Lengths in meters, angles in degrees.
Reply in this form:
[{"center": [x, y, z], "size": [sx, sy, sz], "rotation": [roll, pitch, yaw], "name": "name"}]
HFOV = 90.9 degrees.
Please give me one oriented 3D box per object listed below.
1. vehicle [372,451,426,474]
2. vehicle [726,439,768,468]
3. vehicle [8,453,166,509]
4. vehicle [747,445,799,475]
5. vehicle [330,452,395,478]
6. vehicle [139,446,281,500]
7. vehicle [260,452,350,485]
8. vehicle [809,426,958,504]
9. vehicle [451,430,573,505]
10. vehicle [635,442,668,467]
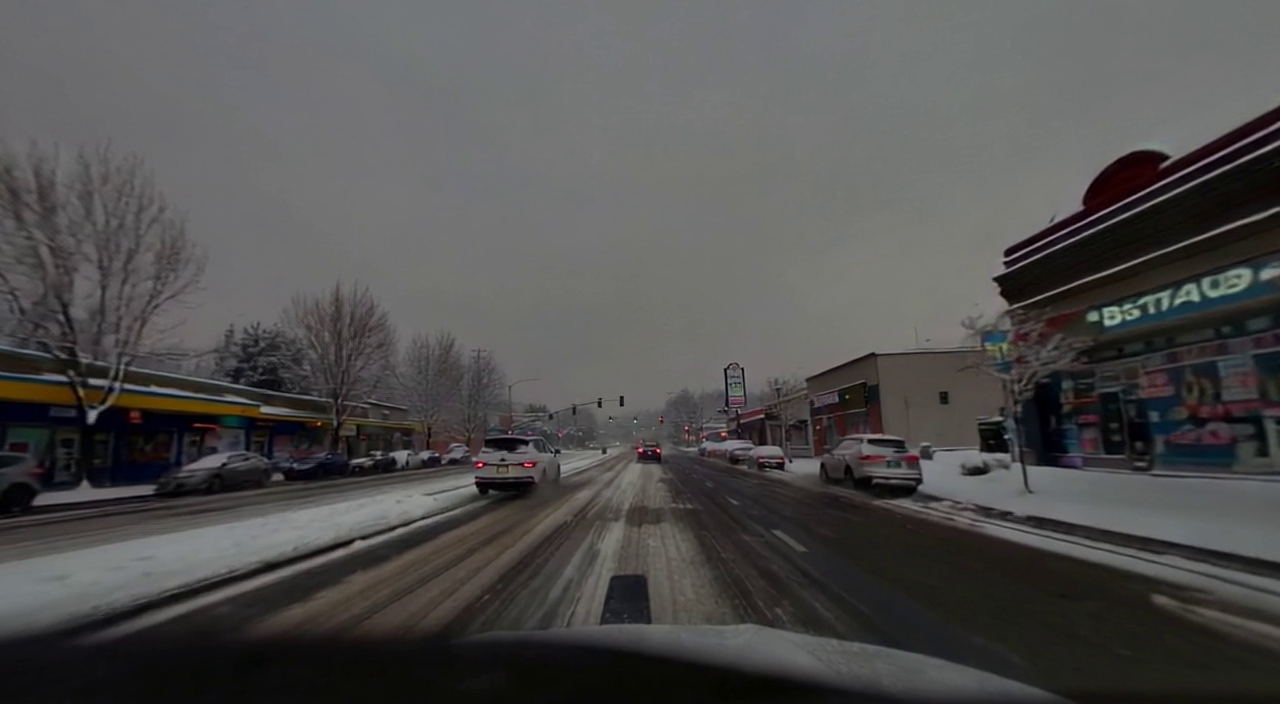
[{"center": [-16.736, 7.688, 44.072], "size": [1.800, 1.470, 4.548], "rotation": [-1, -9, 3], "name": "vehicle"}, {"center": [7.232, 6.930, 43.069], "size": [2.005, 1.858, 5.253], "rotation": [0, -9, 0], "name": "vehicle"}, {"center": [-17.219, 4.002, 19.877], "size": [1.816, 1.564, 3.442], "rotation": [0, -9, 0], "name": "vehicle"}, {"center": [7.154, 5.822, 34.235], "size": [1.871, 1.478, 4.272], "rotation": [0, -9, 0], "name": "vehicle"}, {"center": [-16.876, 6.853, 38.584], "size": [1.788, 1.475, 4.737], "rotation": [0, -9, 0], "name": "vehicle"}, {"center": [-16.971, 4.748, 25.253], "size": [2.293, 1.736, 4.871], "rotation": [-2, -7, 0], "name": "vehicle"}, {"center": [-16.919, 5.870, 32.157], "size": [1.984, 1.494, 4.815], "rotation": [0, -9, 0], "name": "vehicle"}, {"center": [6.533, 3.101, 17.703], "size": [2.098, 1.845, 5.117], "rotation": [0, -9, 0], "name": "vehicle"}, {"center": [-3.104, 2.921, 16.316], "size": [2.049, 1.646, 4.445], "rotation": [-1, -9, 2], "name": "vehicle"}, {"center": [0.689, 6.675, 41.129], "size": [2.037, 1.484, 4.073], "rotation": [0, -9, 0], "name": "vehicle"}]
